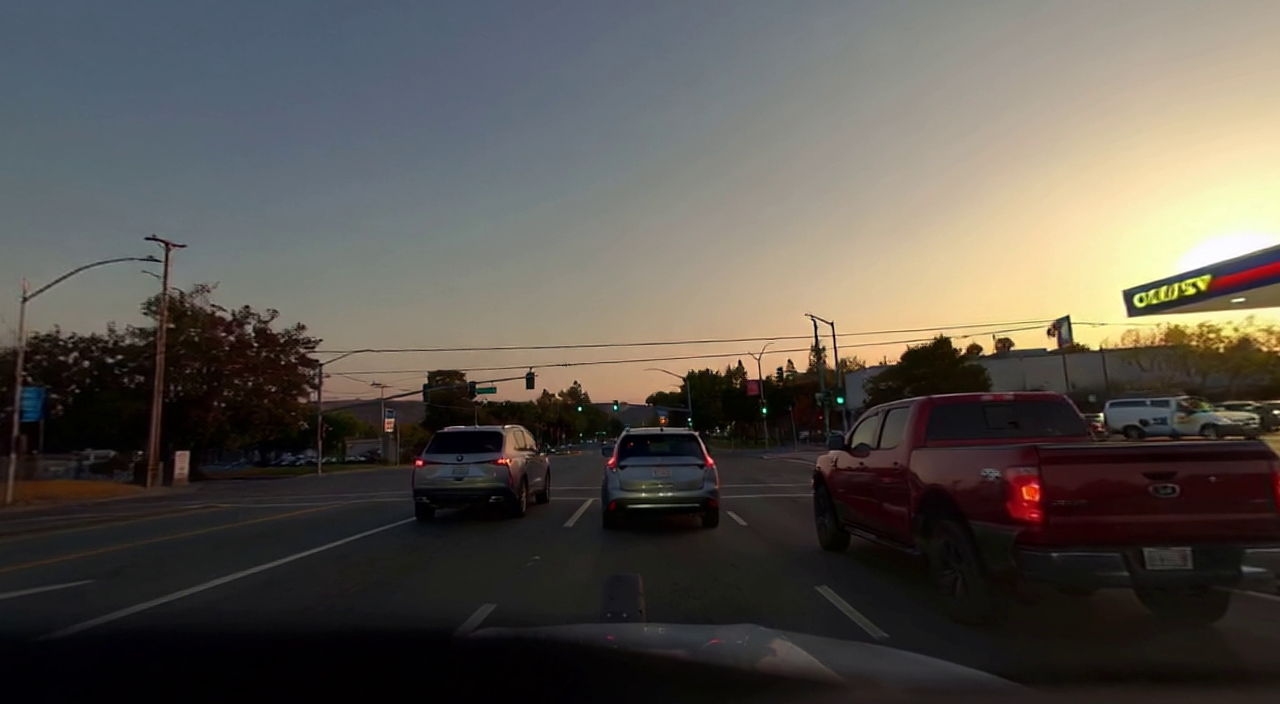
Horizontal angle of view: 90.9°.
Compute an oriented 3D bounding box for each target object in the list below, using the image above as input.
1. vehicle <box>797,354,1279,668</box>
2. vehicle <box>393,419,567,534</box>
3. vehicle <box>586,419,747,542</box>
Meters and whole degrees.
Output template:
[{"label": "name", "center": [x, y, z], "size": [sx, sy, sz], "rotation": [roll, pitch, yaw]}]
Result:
[{"label": "vehicle", "center": [3.416, 1.326, 6.491], "size": [2.161, 1.868, 5.321], "rotation": [0, -8, -1]}, {"label": "vehicle", "center": [-2.700, 2.220, 11.848], "size": [2.019, 1.731, 4.299], "rotation": [0, -8, 2]}, {"label": "vehicle", "center": [0.355, 2.050, 10.645], "size": [2.181, 1.650, 4.083], "rotation": [0, -8, 0]}]
